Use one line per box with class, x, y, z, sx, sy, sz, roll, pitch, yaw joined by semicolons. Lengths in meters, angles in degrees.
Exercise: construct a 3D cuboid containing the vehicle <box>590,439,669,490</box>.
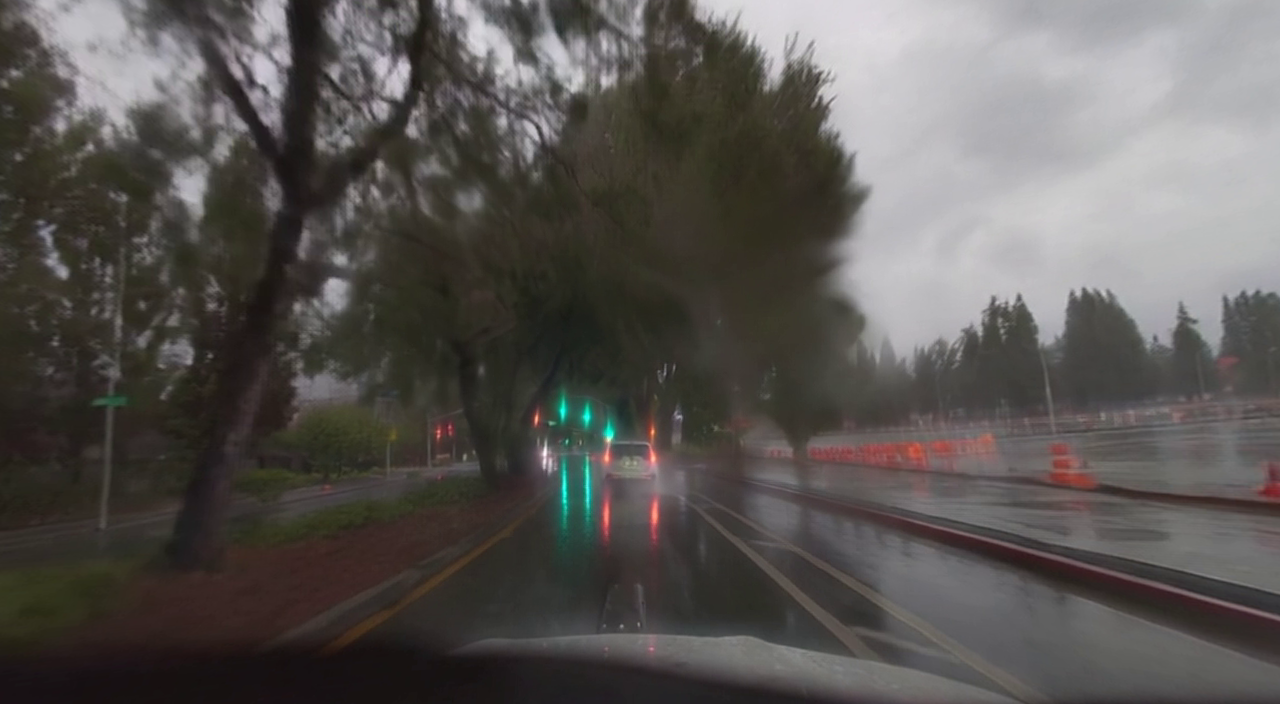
vehicle;-0.487;3.735;21.378;2.266;1.508;4.430;1;-9;-6
